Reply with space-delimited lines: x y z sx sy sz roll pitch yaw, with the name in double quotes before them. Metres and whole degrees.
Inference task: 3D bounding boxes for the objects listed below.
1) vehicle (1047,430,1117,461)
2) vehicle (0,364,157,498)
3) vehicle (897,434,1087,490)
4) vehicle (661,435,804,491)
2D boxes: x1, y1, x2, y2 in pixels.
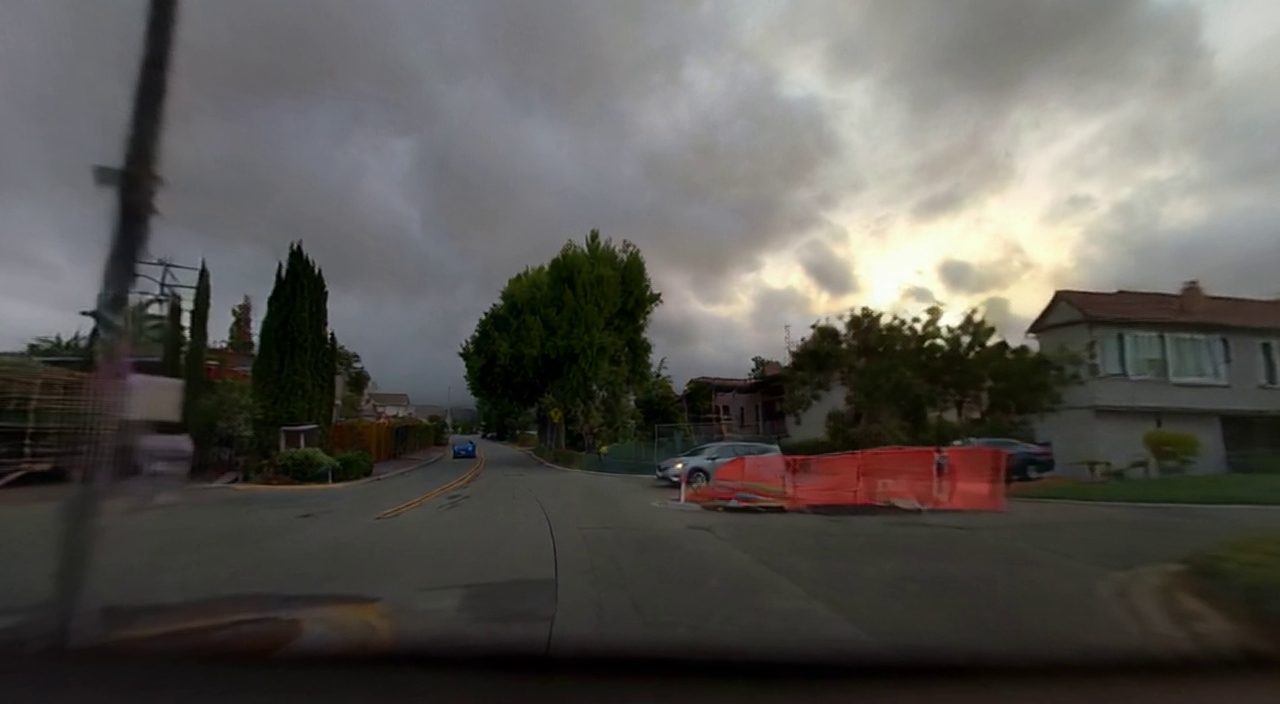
"vehicle" 22.607 4.814 32.390 1.825 1.482 4.073 -3 -10 20
"vehicle" -18.422 2.396 19.722 2.438 3.594 5.582 2 -7 -7
"vehicle" 10.312 3.278 18.803 4.378 1.543 2.080 -1 -9 4
"vehicle" 2.643 3.256 18.635 3.772 1.531 1.949 1 -9 -6
